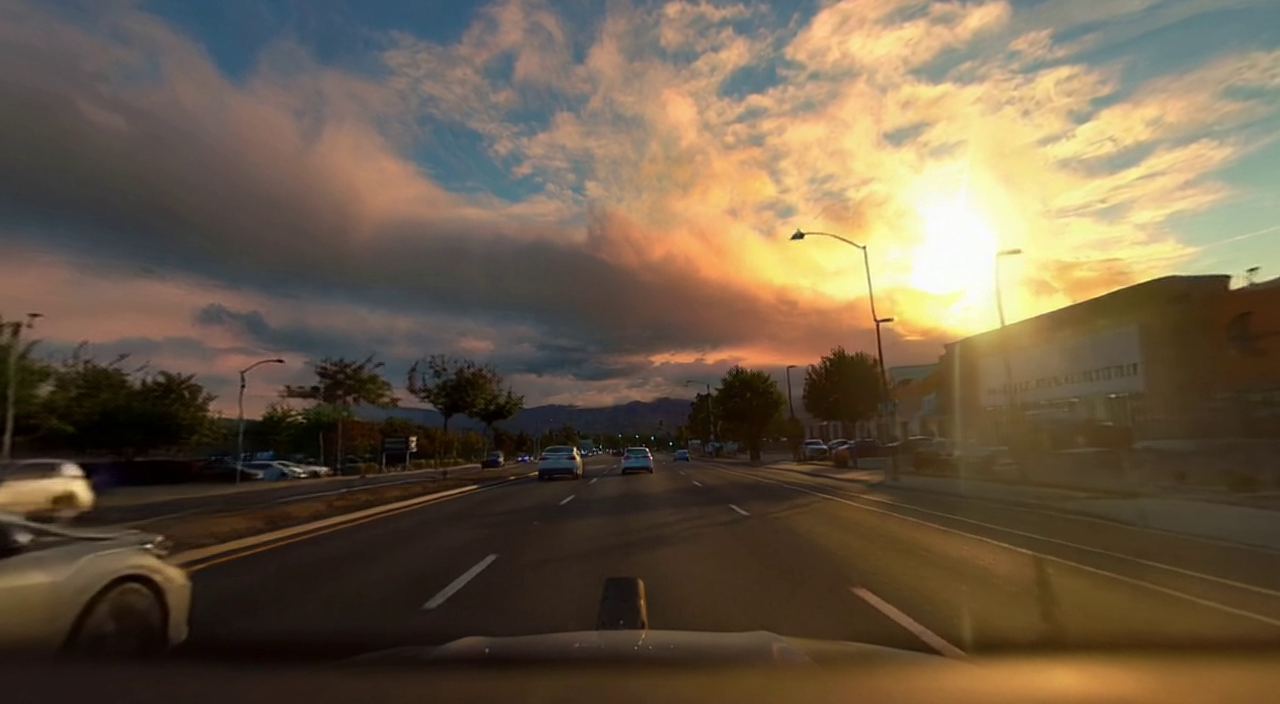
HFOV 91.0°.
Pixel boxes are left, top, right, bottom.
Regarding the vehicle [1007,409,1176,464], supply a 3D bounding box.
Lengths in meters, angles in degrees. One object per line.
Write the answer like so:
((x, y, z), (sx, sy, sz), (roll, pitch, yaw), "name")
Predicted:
((19.980, 3.828, 28.253), (5.511, 2.262, 2.351), (-2, -9, 15), "vehicle")

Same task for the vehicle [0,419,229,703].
((-3.646, 0.911, 1.789), (2.003, 1.488, 4.282), (0, -9, 1), "vehicle")

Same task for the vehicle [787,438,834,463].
((13.003, 7.545, 48.435), (2.072, 1.769, 5.000), (0, -9, -2), "vehicle")

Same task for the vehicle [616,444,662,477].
((-0.075, 5.065, 29.675), (2.019, 1.459, 4.005), (0, -9, 0), "vehicle")

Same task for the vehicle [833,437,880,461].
((16.240, 7.306, 47.412), (1.930, 1.713, 4.756), (0, -9, 1), "vehicle")

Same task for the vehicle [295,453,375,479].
((-22.512, 8.398, 46.583), (4.798, 1.823, 2.010), (-1, -9, 3), "vehicle")

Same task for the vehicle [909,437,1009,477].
((13.324, 4.388, 26.656), (1.914, 1.523, 4.747), (0, -9, 2), "vehicle")

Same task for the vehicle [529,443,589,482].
((-3.305, 4.632, 26.617), (1.939, 1.496, 4.309), (0, -9, 0), "vehicle")
